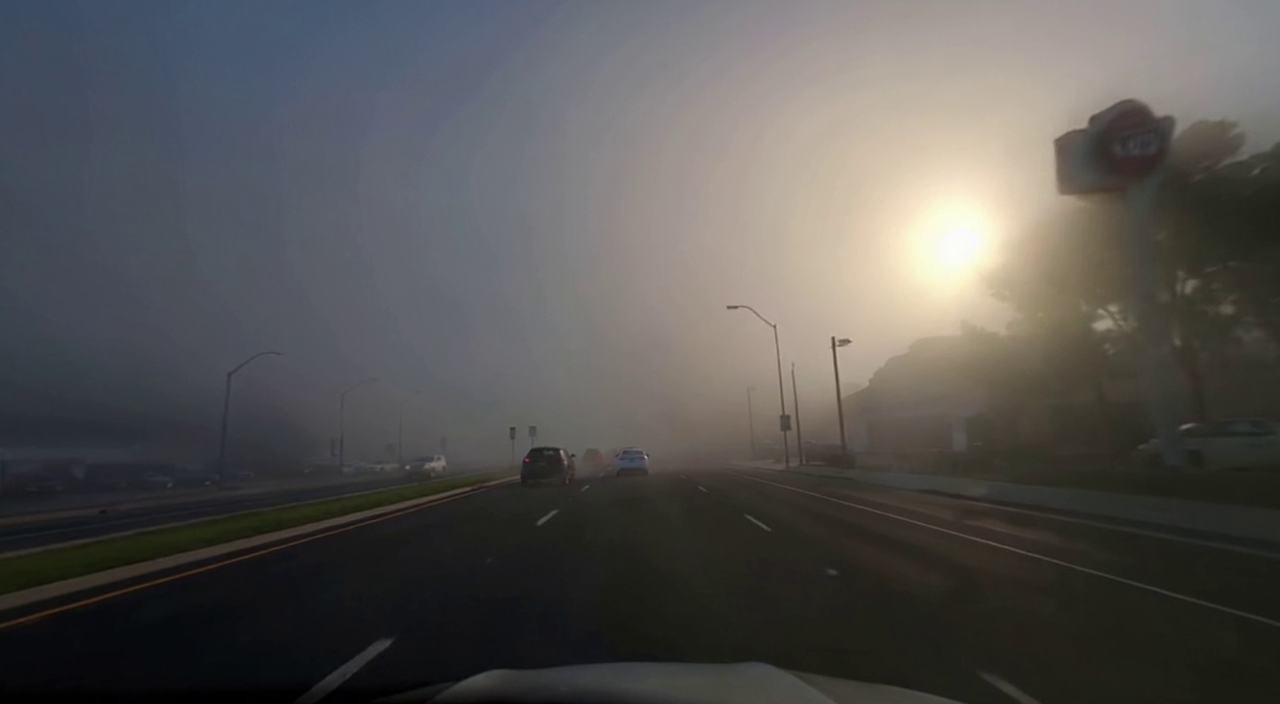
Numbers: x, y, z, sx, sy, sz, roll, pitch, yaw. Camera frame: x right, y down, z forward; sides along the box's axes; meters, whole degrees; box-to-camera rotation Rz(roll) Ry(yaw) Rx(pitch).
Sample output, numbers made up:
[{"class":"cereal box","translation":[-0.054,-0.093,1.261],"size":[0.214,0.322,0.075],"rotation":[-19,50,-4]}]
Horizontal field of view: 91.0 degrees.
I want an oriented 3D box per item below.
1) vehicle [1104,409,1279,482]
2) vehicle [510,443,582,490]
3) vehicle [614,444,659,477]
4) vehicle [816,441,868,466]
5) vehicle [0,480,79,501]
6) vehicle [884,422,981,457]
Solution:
[{"class":"vehicle","translation":[14.456,2.288,15.476],"size":[4.464,1.643,2.001],"rotation":[0,-9,-1]},{"class":"vehicle","translation":[-3.283,4.068,22.790],"size":[1.939,1.496,4.309],"rotation":[0,-9,0]},{"class":"vehicle","translation":[-0.178,5.195,30.405],"size":[2.019,1.459,4.005],"rotation":[0,-9,0]},{"class":"vehicle","translation":[13.181,6.651,41.398],"size":[1.914,1.523,4.747],"rotation":[-1,-9,2]},{"class":"vehicle","translation":[-45.245,10.434,47.437],"size":[4.184,1.450,1.871],"rotation":[-1,-9,1]},{"class":"vehicle","translation":[19.876,5.999,43.085],"size":[5.511,2.262,2.351],"rotation":[-2,-9,14]}]
